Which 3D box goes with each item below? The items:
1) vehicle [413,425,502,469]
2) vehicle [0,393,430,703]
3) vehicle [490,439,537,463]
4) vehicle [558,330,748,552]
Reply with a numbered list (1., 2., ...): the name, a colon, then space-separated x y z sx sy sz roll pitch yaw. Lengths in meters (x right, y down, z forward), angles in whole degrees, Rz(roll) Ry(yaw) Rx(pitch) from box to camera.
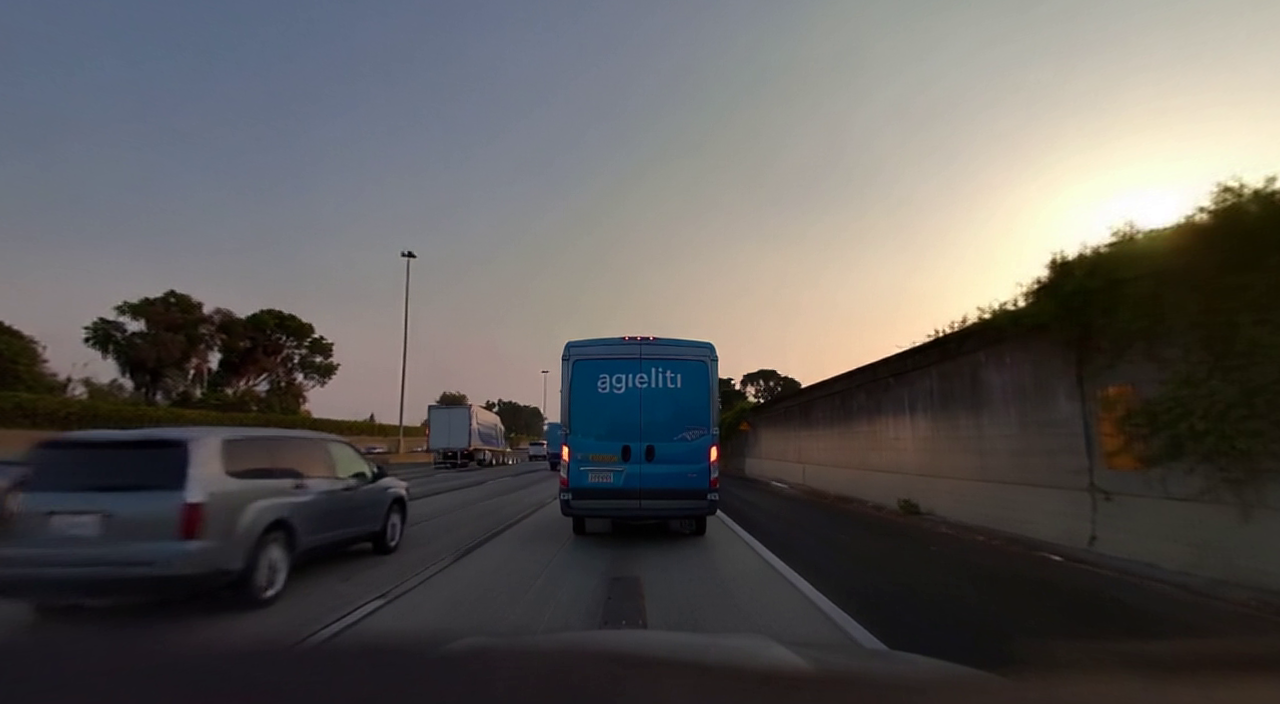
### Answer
1. vehicle: -9.556 5.075 33.736 2.566 2.158 5.957 -1 -8 4
2. vehicle: -3.804 1.329 5.540 2.212 1.551 4.658 0 -8 1
3. vehicle: -9.138 7.159 45.840 1.934 1.567 4.536 -1 -7 7
4. vehicle: 0.222 1.550 11.040 2.316 2.738 6.398 0 -8 1
